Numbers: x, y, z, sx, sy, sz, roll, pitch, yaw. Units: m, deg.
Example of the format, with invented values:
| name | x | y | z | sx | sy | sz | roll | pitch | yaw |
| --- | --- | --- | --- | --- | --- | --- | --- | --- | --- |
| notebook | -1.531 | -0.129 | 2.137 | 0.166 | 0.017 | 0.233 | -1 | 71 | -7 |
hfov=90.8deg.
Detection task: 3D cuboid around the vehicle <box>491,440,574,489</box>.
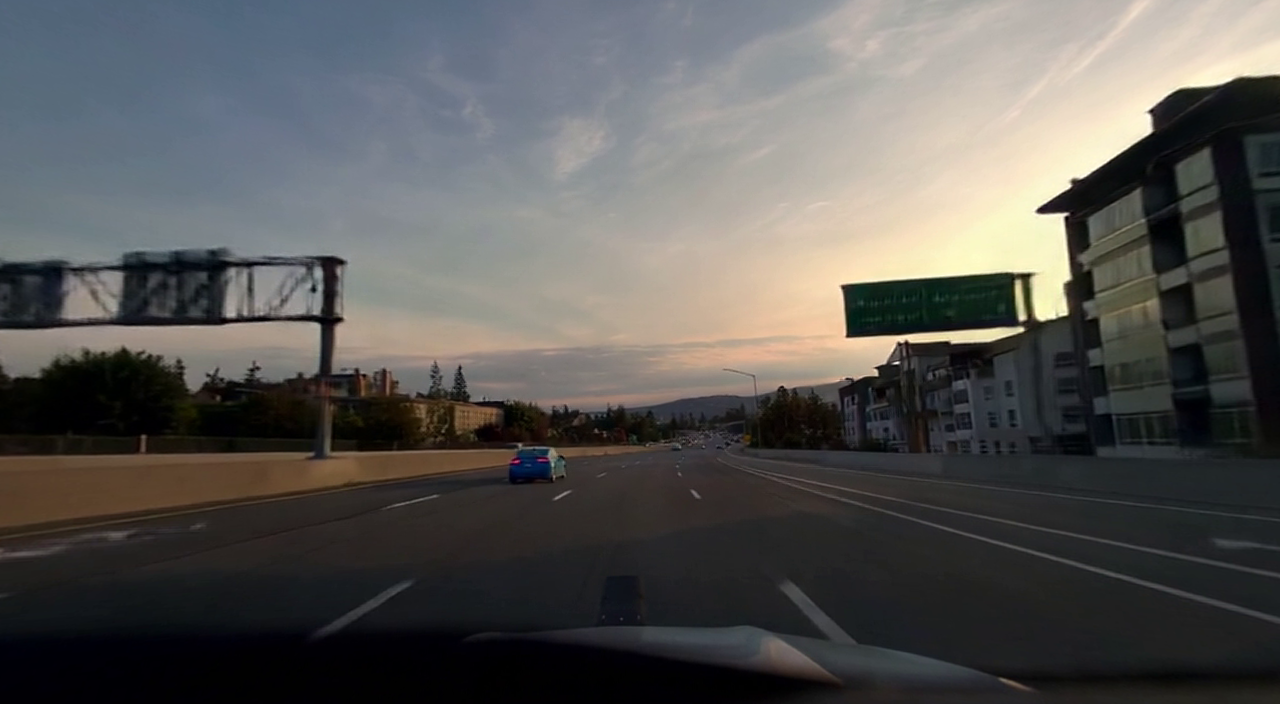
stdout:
| name | x | y | z | sx | sy | sz | roll | pitch | yaw |
| --- | --- | --- | --- | --- | --- | --- | --- | --- | --- |
| vehicle | -3.808 | 4.067 | 23.214 | 2.087 | 1.566 | 4.756 | -1 | -9 | 2 |
